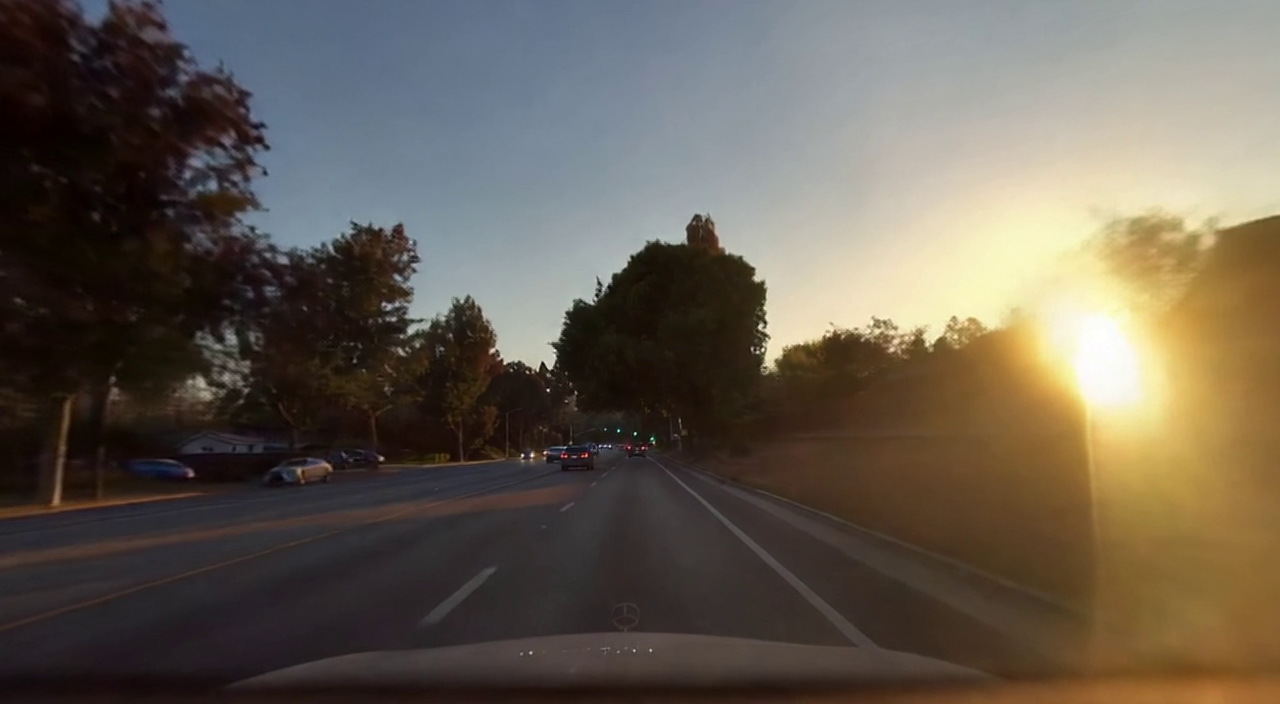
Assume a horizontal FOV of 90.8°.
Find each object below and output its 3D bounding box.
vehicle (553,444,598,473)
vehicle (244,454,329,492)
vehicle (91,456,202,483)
[{"bbox_3d":[-3.450,5.743,34.363,1.992,1.447,4.044,0,-8,0],"label":"vehicle"},{"bbox_3d":[-17.701,6.012,31.860,1.900,1.474,4.431,-4,-7,-2],"label":"vehicle"},{"bbox_3d":[-28.922,6.895,37.173,4.612,1.454,2.016,1,-8,-8],"label":"vehicle"}]
